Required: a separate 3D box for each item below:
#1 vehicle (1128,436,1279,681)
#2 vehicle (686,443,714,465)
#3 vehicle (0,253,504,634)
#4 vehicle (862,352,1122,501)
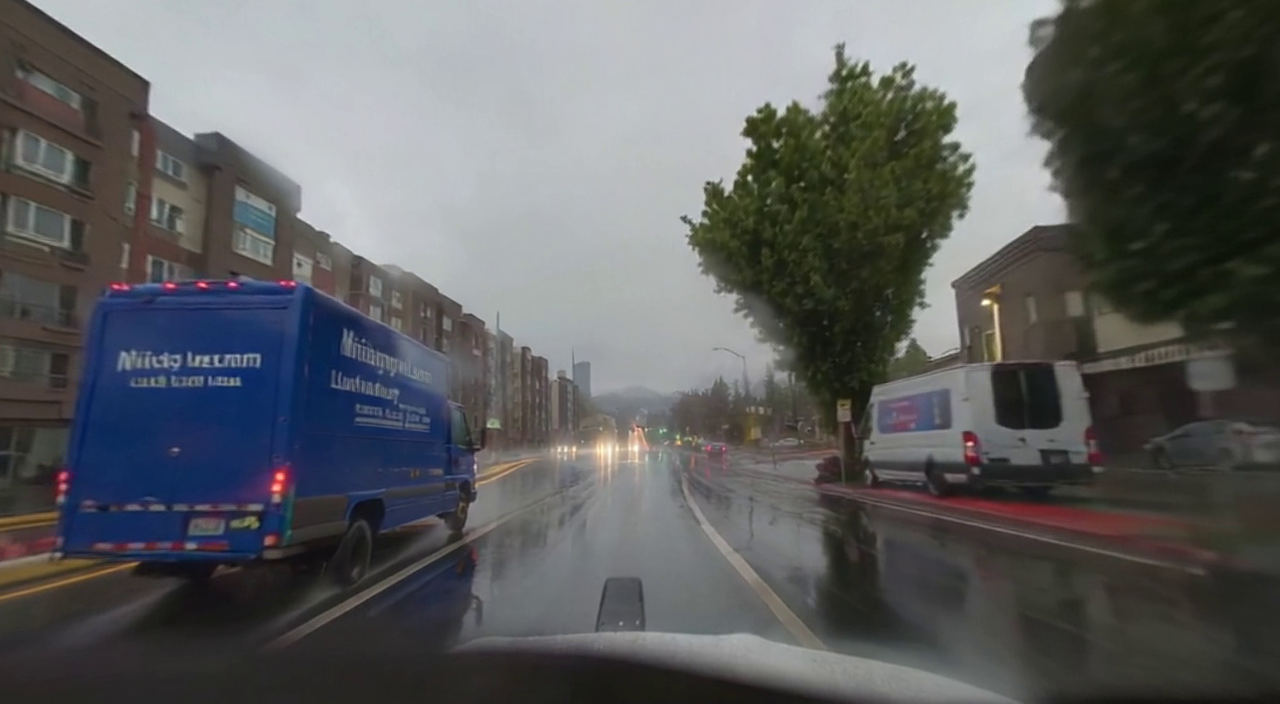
[{"bbox_3d":[4.856,1.011,2.323,2.127,1.439,5.034,0,-8,0],"label":"vehicle"},{"bbox_3d":[4.519,7.737,48.117,1.878,1.534,4.120,-1,-8,1],"label":"vehicle"},{"bbox_3d":[-4.100,1.208,8.743,2.763,2.974,7.562,0,-8,0],"label":"vehicle"},{"bbox_3d":[8.962,2.156,17.570,2.882,3.208,7.609,-1,-8,1],"label":"vehicle"}]
